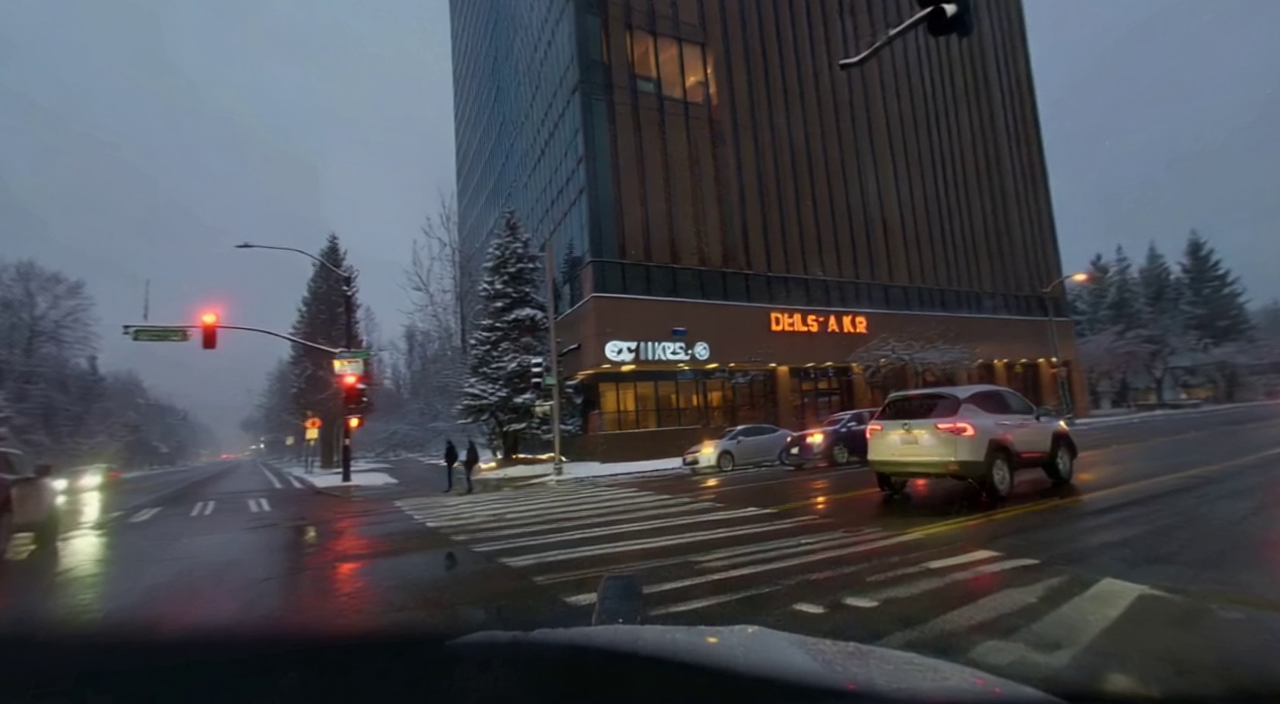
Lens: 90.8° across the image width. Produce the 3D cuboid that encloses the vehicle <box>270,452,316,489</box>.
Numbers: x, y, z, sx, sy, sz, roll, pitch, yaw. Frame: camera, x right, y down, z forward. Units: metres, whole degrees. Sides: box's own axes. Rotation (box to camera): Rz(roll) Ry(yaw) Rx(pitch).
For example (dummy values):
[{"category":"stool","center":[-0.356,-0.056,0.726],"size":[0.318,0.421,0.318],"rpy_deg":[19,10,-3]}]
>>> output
[{"category":"vehicle","center":[-17.571,5.942,31.884],"size":[1.920,1.605,4.091],"rpy_deg":[0,-9,-30]}]

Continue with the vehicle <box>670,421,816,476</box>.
[{"category":"vehicle","center":[3.163,2.923,19.275],"size":[4.021,1.508,1.989],"rpy_deg":[5,-10,-31]}]

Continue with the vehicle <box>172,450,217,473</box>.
[{"category":"vehicle","center":[-31.331,7.673,44.558],"size":[2.097,1.508,4.202],"rpy_deg":[4,-10,-29]}]

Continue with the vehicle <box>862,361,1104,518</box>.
[{"category":"vehicle","center":[5.083,1.263,9.097],"size":[2.023,1.702,4.152],"rpy_deg":[-8,-11,41]}]

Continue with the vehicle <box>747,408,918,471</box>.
[{"category":"vehicle","center":[5.273,2.374,17.196],"size":[4.504,1.507,1.857],"rpy_deg":[5,-10,-31]}]
